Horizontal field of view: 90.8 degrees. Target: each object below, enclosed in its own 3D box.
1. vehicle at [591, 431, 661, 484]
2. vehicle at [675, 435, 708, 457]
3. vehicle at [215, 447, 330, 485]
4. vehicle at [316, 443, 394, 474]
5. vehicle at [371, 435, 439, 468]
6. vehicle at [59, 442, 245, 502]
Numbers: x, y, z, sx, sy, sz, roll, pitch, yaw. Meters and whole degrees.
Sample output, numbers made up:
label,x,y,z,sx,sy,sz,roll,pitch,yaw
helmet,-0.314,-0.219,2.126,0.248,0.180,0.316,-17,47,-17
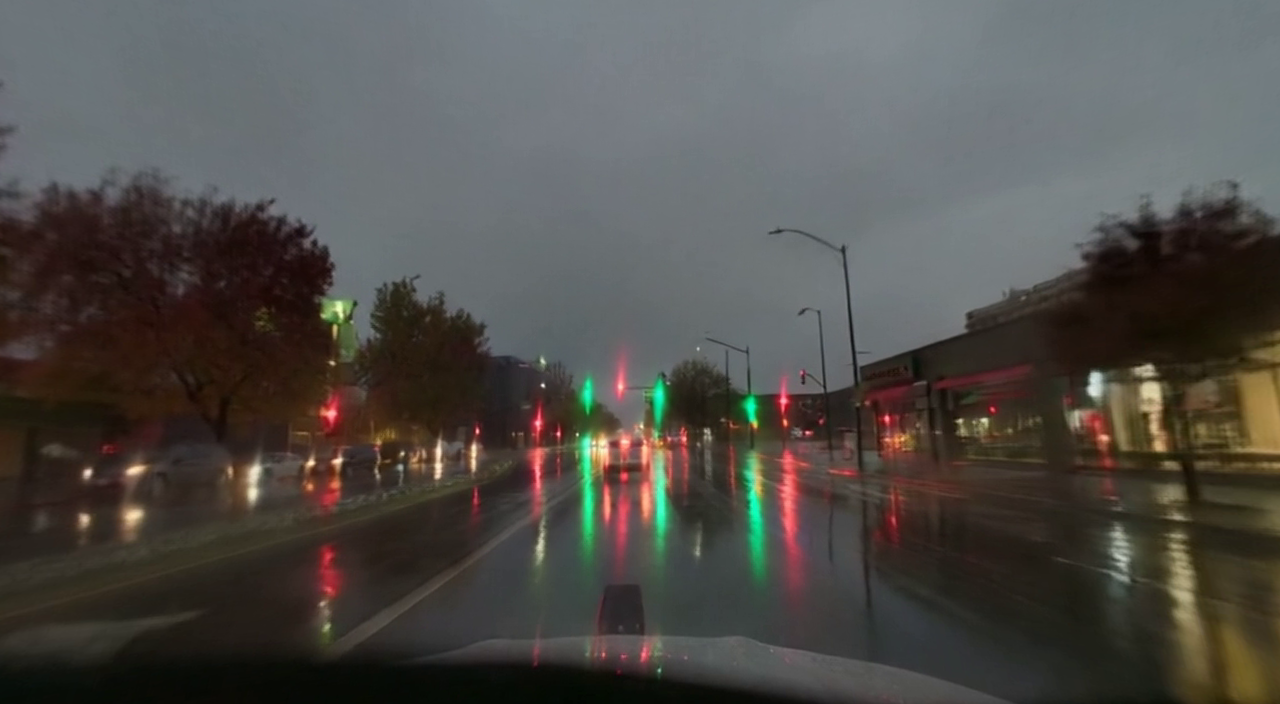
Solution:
label,x,y,z,sx,sy,sz,roll,pitch,yaw
vehicle,-0.400,3.374,20.423,2.045,1.510,3.690,0,-9,0
vehicle,3.592,6.725,45.018,2.122,1.454,4.271,-1,-9,2
vehicle,-15.691,4.864,27.346,1.931,1.455,5.023,0,-9,0
vehicle,-15.619,5.853,34.909,2.131,1.560,4.563,-1,-9,1
vehicle,-15.432,6.588,41.902,2.250,1.981,5.861,0,-9,0
vehicle,-15.563,3.804,20.585,2.130,1.692,4.734,-1,-9,2
